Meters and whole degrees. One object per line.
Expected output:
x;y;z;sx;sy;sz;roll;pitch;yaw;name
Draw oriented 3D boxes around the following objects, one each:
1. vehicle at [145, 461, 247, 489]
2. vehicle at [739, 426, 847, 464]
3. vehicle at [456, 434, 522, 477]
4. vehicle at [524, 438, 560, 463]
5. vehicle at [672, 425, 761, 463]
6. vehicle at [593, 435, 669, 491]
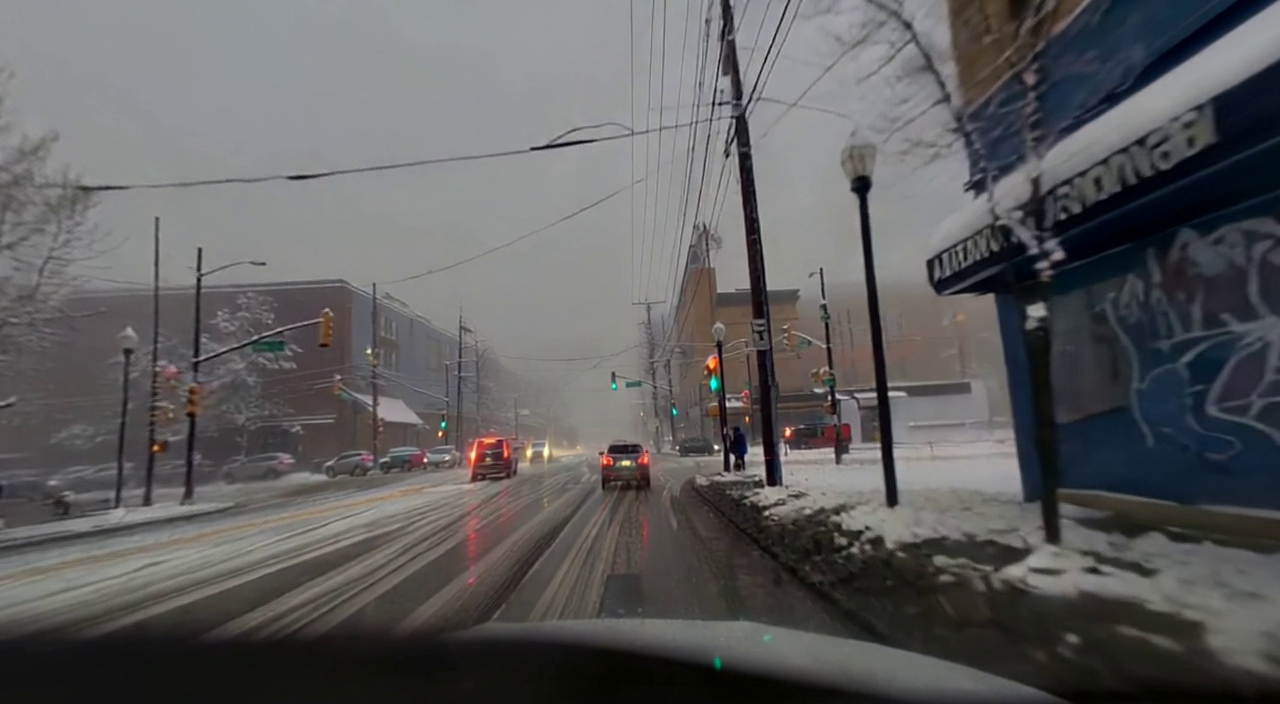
-26.030;7.218;37.149;4.479;1.484;2.036;0;-8;1;vehicle
7.473;4.551;31.141;4.714;1.686;1.973;0;-7;-9;vehicle
-6.671;4.609;28.390;2.063;1.751;4.229;0;-8;-2;vehicle
-6.186;6.254;40.193;2.097;1.457;4.439;1;-8;-8;vehicle
4.074;4.826;33.345;4.478;1.749;2.161;4;-9;-42;vehicle
-0.243;3.342;19.386;2.059;1.497;4.260;0;-8;0;vehicle
